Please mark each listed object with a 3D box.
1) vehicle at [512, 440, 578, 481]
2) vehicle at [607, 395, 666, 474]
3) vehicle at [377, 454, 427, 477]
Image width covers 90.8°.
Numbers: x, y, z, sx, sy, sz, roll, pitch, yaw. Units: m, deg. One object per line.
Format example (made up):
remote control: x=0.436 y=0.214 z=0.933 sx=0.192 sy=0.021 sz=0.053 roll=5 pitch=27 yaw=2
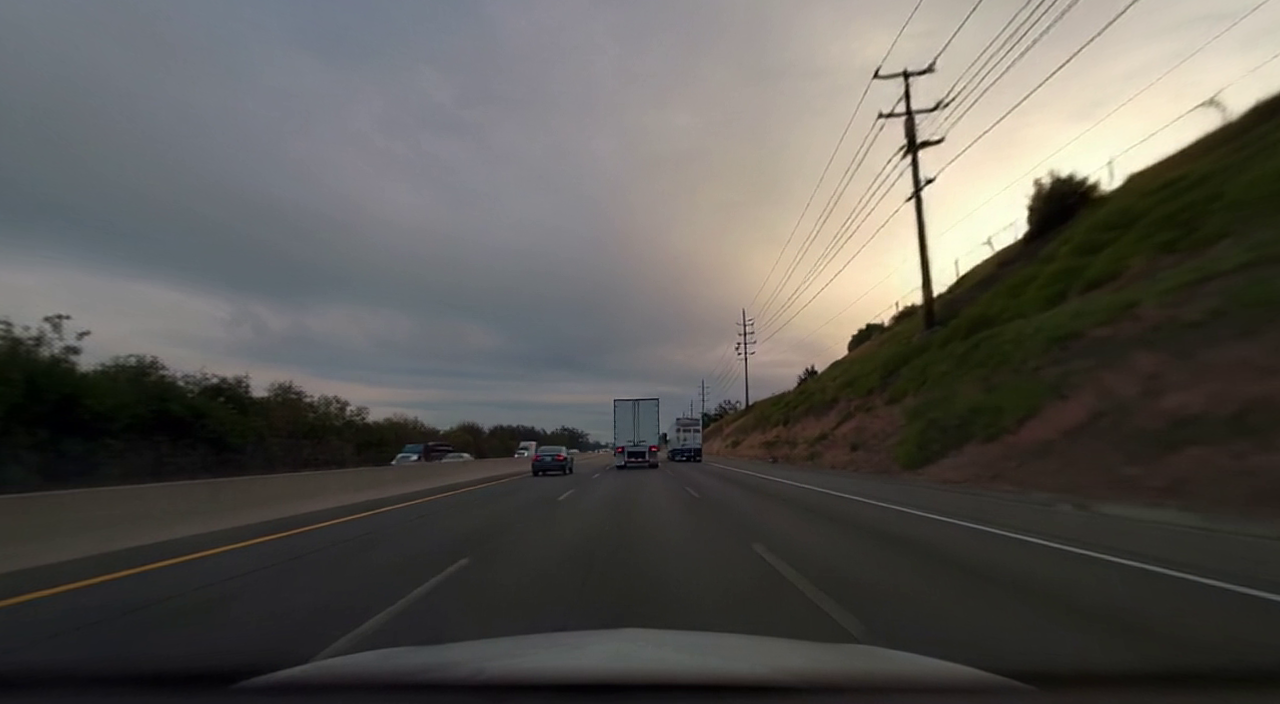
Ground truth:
vehicle: x=-4.127 y=4.812 z=28.224 sx=2.170 sy=1.657 sz=4.573 roll=0 pitch=-9 yaw=1
vehicle: x=-0.133 y=5.042 z=37.626 sx=2.985 sy=4.025 sz=10.982 roll=0 pitch=-9 yaw=1
vehicle: x=-17.285 y=8.239 z=46.067 sx=1.870 sy=1.513 sz=4.752 roll=0 pitch=-9 yaw=-1
